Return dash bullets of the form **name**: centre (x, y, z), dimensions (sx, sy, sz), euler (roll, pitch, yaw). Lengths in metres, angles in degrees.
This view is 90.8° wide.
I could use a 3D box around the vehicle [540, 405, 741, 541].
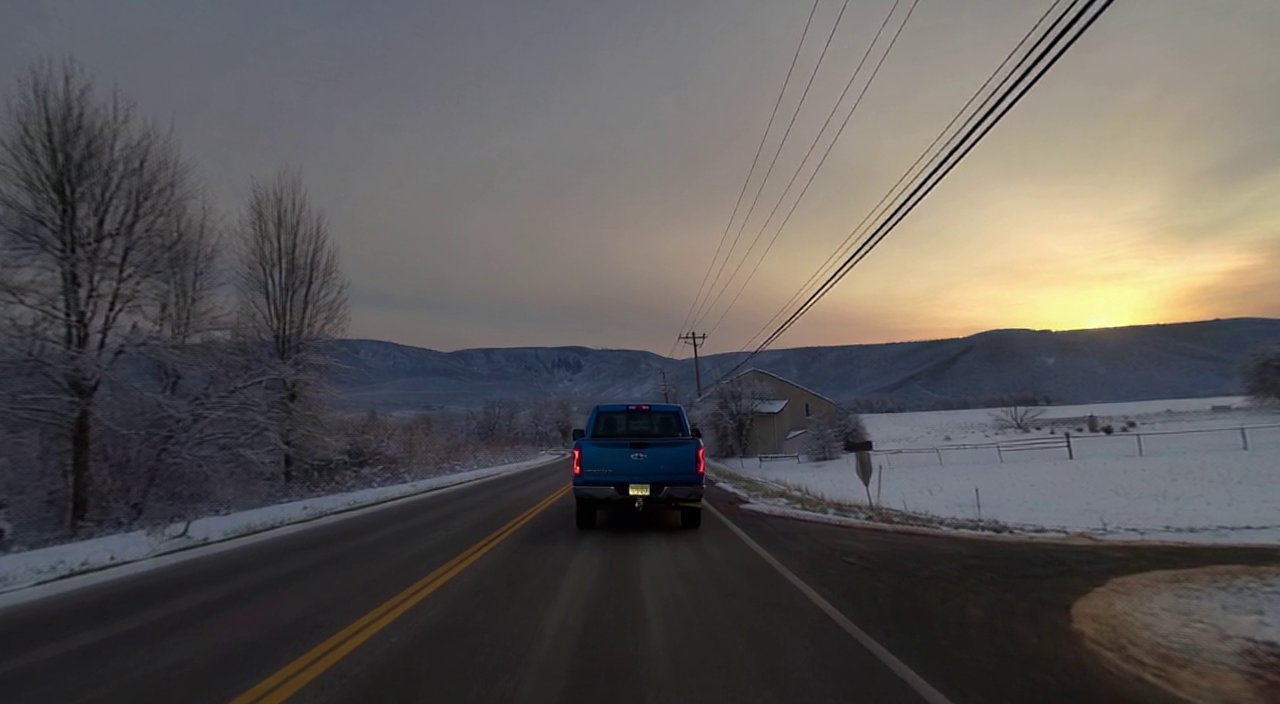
- **vehicle**: centre (-0.064, 2.112, 11.773), dimensions (2.774, 1.861, 5.885), euler (0, -8, -2)
